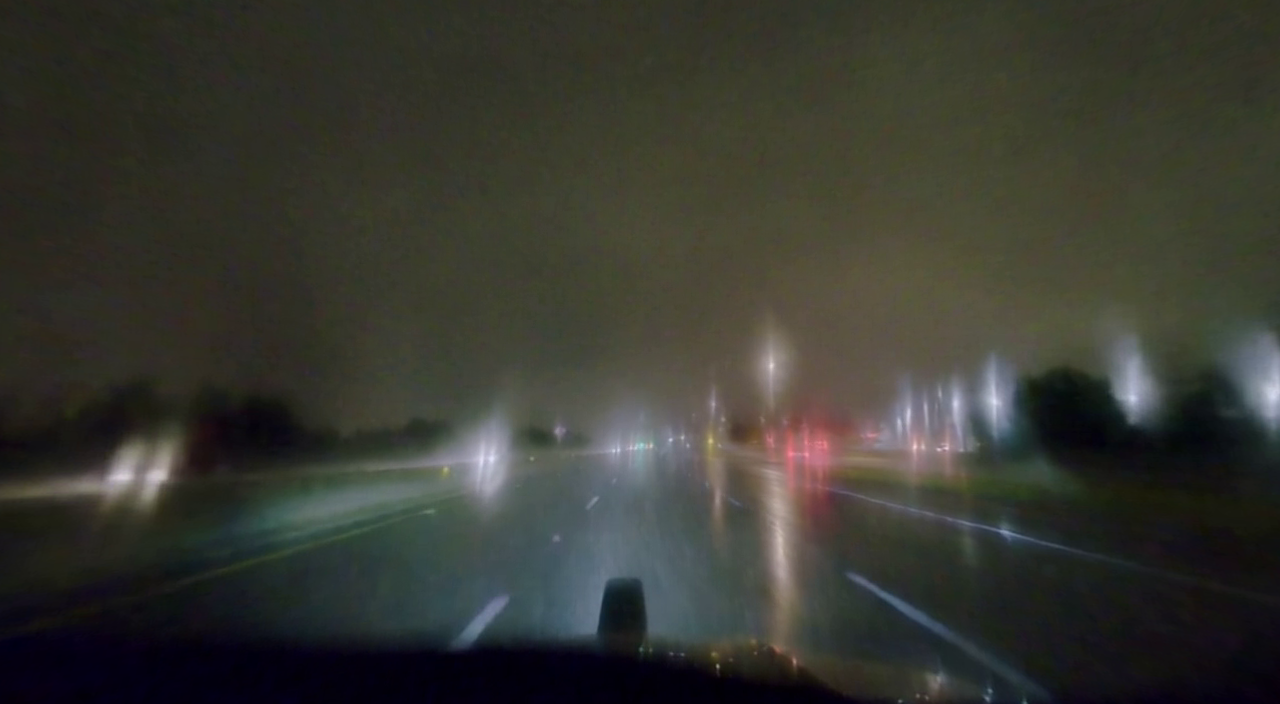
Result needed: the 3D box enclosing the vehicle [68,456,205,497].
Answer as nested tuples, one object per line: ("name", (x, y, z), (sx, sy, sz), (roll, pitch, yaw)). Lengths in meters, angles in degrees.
("vehicle", (-20.694, 5.095, 26.226), (1.942, 1.487, 4.490), (0, -9, 1))
